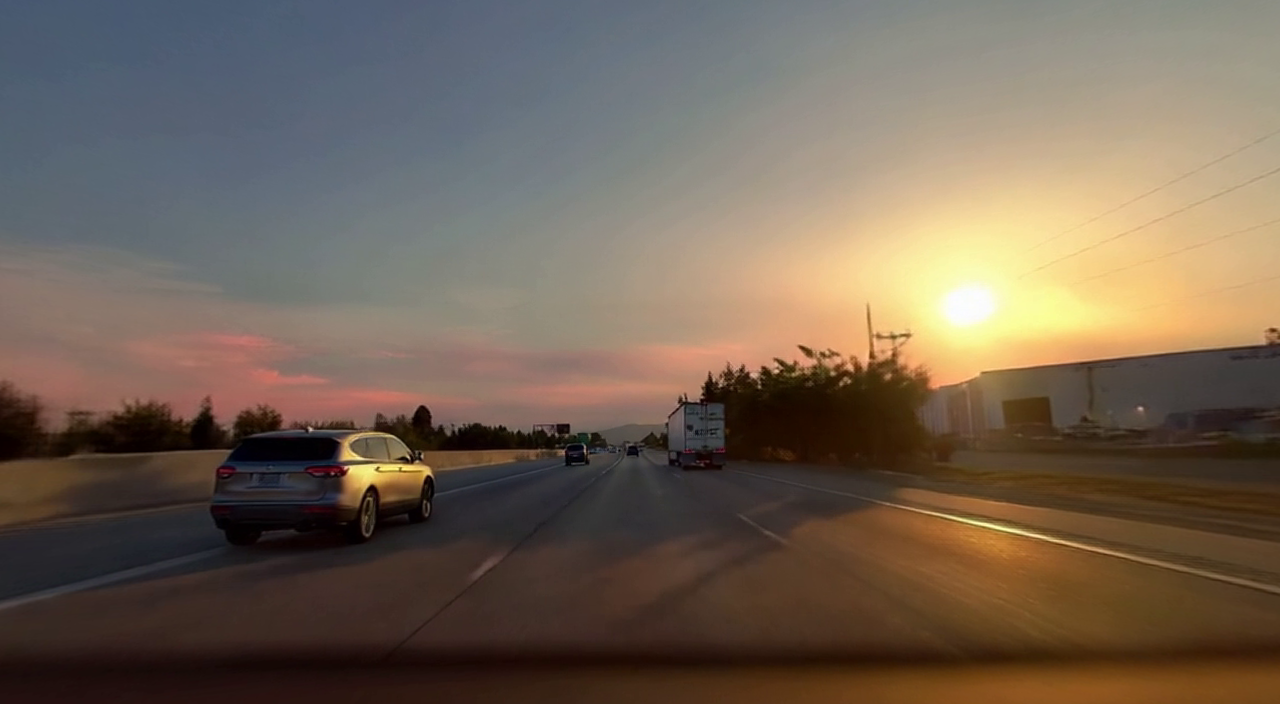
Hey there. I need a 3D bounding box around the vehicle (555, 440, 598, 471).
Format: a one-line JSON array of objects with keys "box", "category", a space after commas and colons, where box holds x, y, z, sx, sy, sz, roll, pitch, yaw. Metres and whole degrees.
[{"box": [-3.771, 6.288, 38.253, 2.139, 1.716, 4.530, 0, -9, 0], "category": "vehicle"}]

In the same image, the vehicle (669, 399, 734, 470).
[{"box": [4.053, 6.068, 45.179, 2.998, 4.236, 13.886, 0, -9, -1], "category": "vehicle"}]

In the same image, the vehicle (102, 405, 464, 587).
[{"box": [-4.169, 1.773, 8.569, 2.202, 1.760, 4.617, 0, -9, 0], "category": "vehicle"}]
